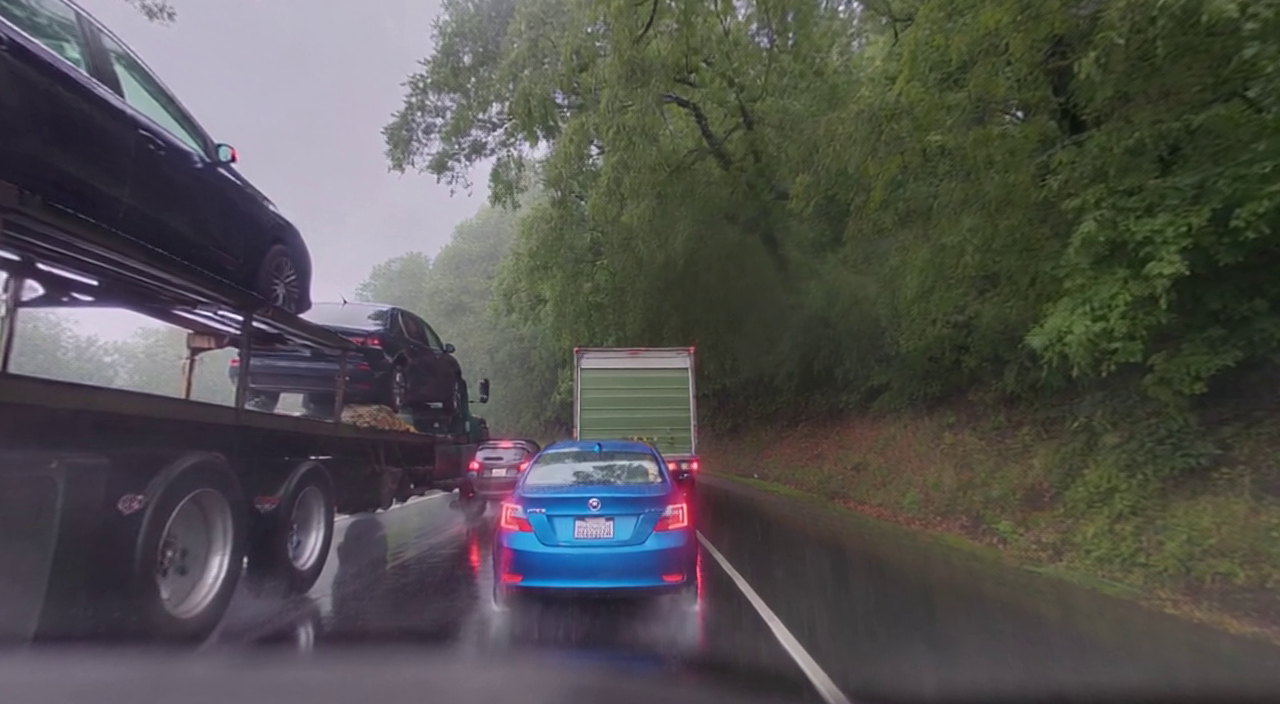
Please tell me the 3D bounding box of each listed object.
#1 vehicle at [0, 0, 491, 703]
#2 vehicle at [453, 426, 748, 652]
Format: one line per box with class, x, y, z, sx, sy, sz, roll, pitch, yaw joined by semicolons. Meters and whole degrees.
vehicle;-4.591;0.283;6.084;2.836;4.059;14.286;0;-9;0
vehicle;-0.285;1.534;6.049;1.991;1.507;3.391;0;-9;-1
